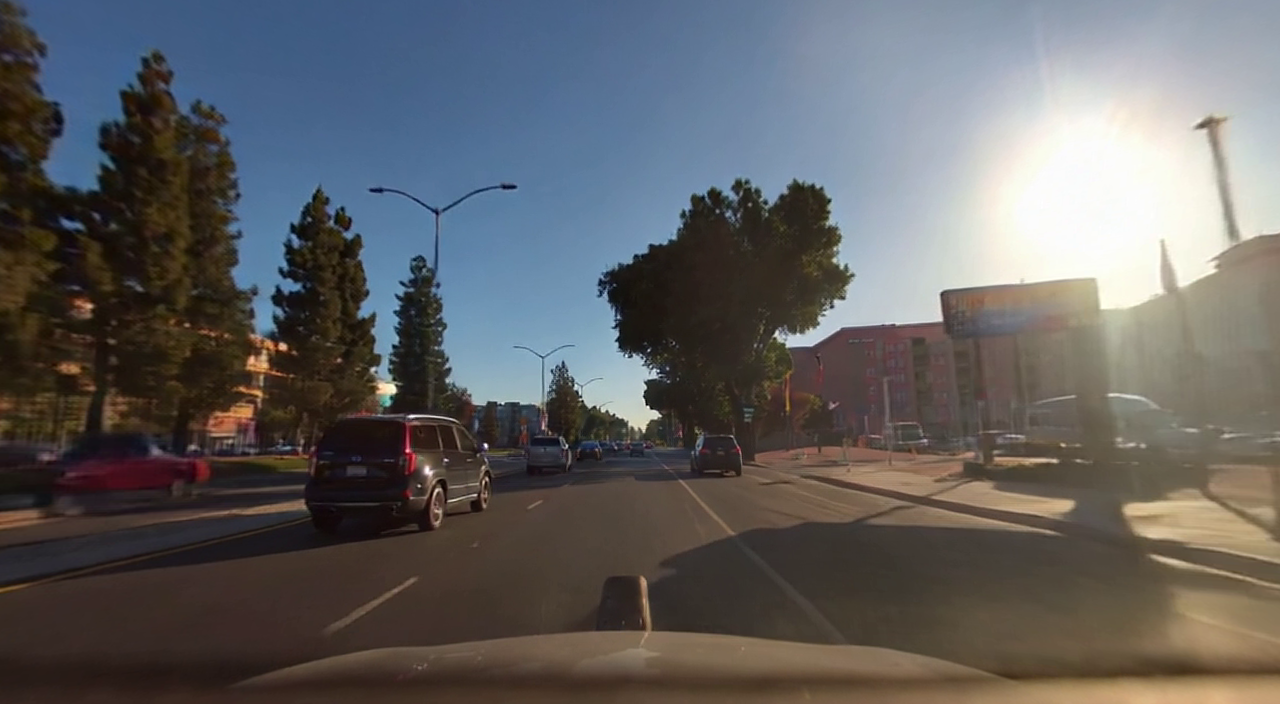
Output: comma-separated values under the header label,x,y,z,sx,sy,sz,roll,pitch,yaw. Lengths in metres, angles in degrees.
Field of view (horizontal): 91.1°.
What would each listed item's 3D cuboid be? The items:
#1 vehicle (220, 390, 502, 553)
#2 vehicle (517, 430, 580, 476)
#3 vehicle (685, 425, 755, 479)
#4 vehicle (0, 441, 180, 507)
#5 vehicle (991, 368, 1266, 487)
label,x,y,z,sx,sy,sz,roll,pitch,yaw
vehicle,-3.863,1.761,9.948,2.210,1.925,4.838,0,-8,0
vehicle,-3.823,4.309,27.006,2.014,1.775,4.404,0,-8,0
vehicle,3.043,3.917,24.859,2.024,1.921,4.431,0,-8,-2
vehicle,-16.456,3.524,18.759,2.009,1.702,4.411,0,-8,0
vehicle,15.757,2.647,21.500,2.642,3.252,8.515,0,-8,1
